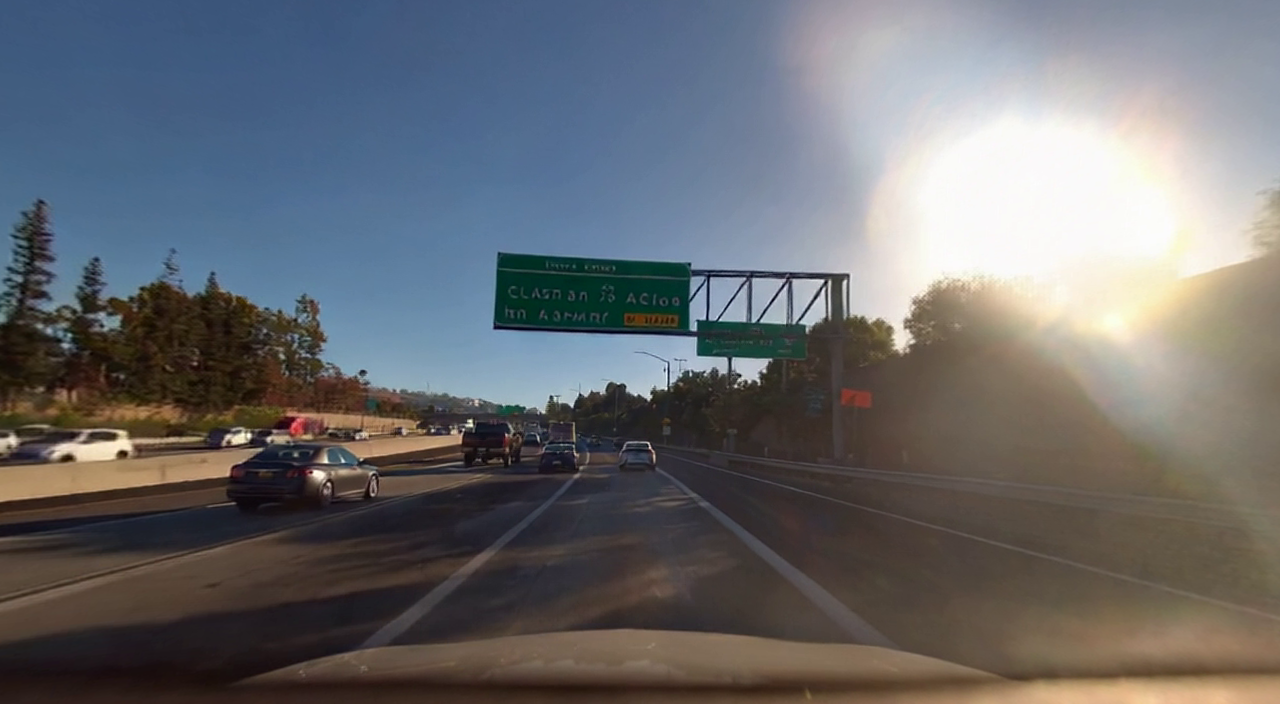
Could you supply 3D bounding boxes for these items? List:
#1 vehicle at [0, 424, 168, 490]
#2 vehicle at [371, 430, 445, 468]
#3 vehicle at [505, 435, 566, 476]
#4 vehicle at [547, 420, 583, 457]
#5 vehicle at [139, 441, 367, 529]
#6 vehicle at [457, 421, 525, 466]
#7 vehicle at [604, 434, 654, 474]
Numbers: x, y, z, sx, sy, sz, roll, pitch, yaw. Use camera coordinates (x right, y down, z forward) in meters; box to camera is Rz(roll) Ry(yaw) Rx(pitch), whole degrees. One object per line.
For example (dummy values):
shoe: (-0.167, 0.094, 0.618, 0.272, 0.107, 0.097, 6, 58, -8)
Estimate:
vehicle: (-15.986, 2.897, 17.630, 2.083, 1.577, 4.648, 0, -8, -2)
vehicle: (-12.120, 5.112, 33.368, 2.079, 1.807, 5.187, 0, -8, -2)
vehicle: (-4.440, 4.464, 27.518, 2.005, 1.631, 4.295, 0, -8, -1)
vehicle: (-5.719, 6.715, 48.947, 2.279, 2.672, 5.256, 0, -8, -2)
vehicle: (-7.547, 2.589, 12.959, 1.896, 1.465, 4.399, 0, -8, 0)
vehicle: (-8.574, 5.355, 37.027, 2.773, 2.402, 6.232, 0, -8, -3)
vehicle: (-0.536, 4.592, 28.620, 2.092, 1.671, 3.772, 0, -8, -2)
